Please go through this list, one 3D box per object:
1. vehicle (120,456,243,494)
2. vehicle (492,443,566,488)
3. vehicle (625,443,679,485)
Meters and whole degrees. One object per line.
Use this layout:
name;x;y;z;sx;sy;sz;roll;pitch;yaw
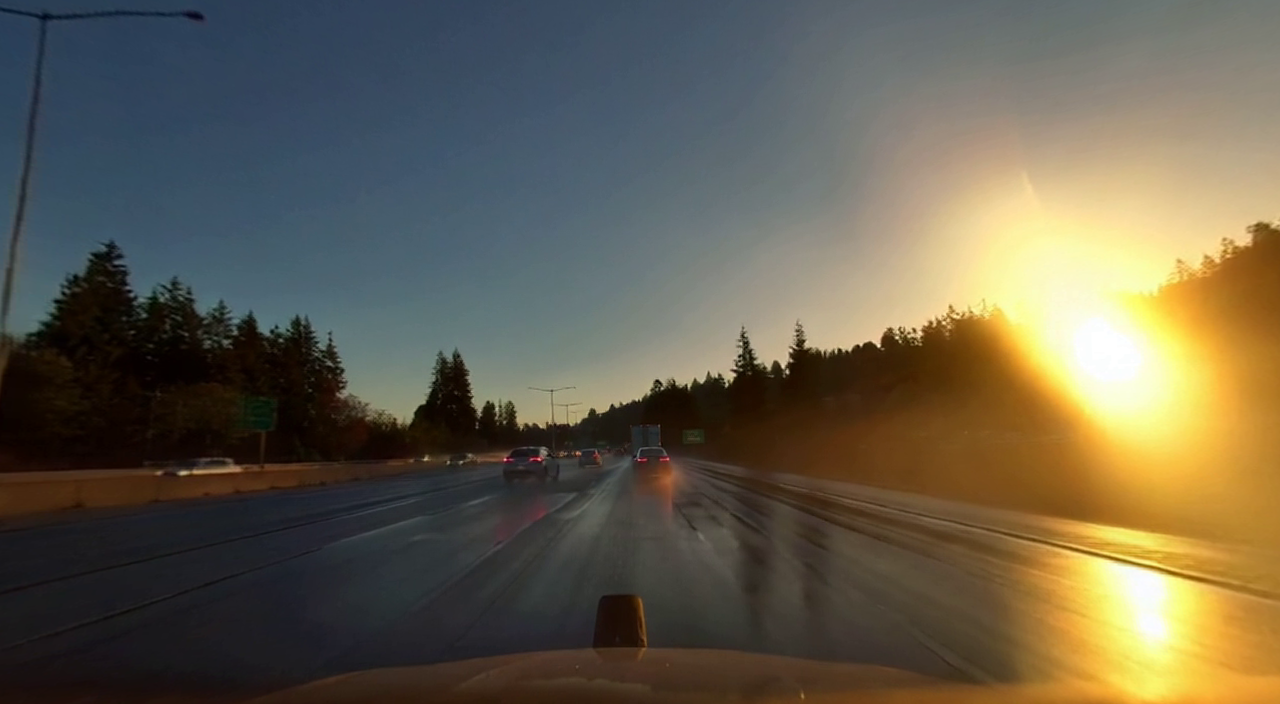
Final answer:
vehicle;-20.335;5.437;28.087;1.921;1.485;4.671;0;-9;1
vehicle;-4.068;4.234;23.672;1.940;1.502;4.463;0;-9;1
vehicle;0.415;4.479;25.367;2.015;1.526;4.286;0;-9;-1
